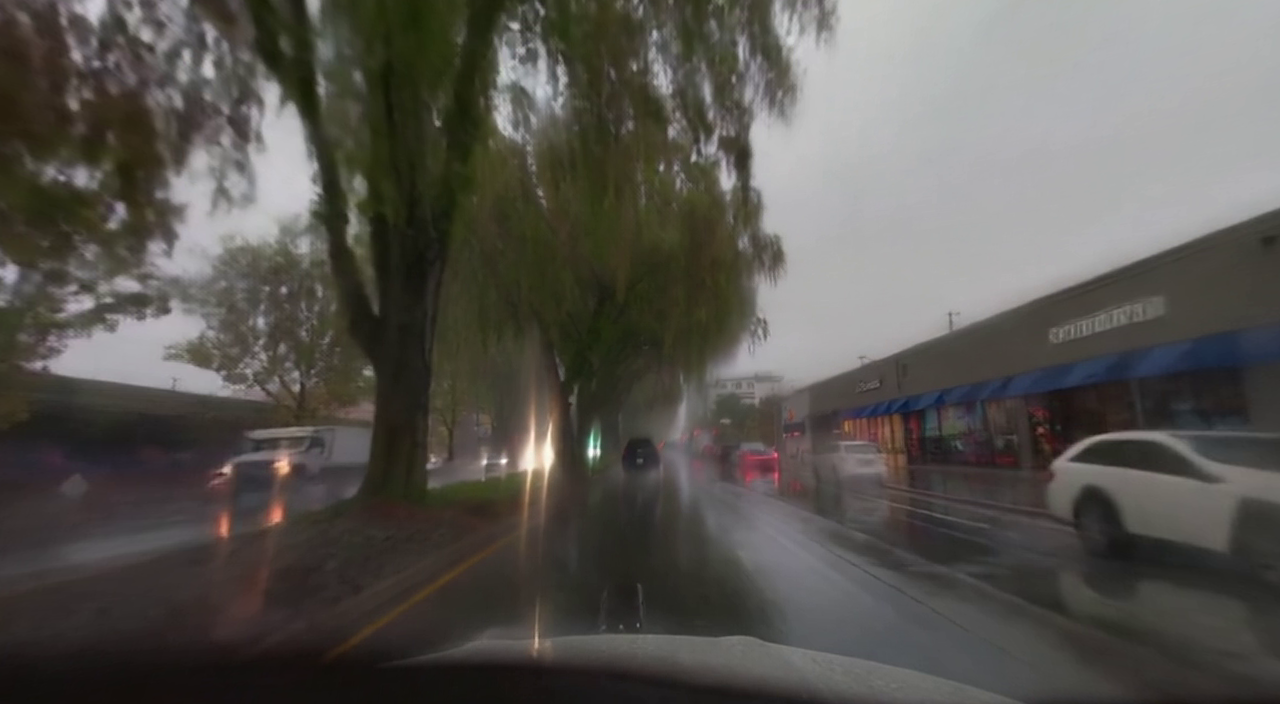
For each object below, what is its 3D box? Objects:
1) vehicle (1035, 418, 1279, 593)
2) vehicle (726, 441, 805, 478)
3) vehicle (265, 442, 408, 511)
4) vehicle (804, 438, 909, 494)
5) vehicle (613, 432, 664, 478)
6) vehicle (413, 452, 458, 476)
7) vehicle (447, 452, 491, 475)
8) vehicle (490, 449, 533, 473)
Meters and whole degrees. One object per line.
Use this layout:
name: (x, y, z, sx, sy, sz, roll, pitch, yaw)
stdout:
vehicle: (7.147, 1.743, 7.547, 2.030, 1.631, 4.783, 3, -8, 4)
vehicle: (6.255, 5.401, 32.099, 2.114, 1.697, 4.739, 2, -9, -13)
vehicle: (-8.338, 3.420, 17.901, 1.977, 1.669, 4.387, 0, -8, -2)
vehicle: (7.277, 3.852, 21.782, 2.004, 1.714, 4.356, 0, -8, -1)
vehicle: (-0.034, 5.033, 31.105, 2.293, 2.036, 4.853, 0, -8, 1)
vehicle: (-15.863, 8.687, 49.253, 1.950, 1.740, 4.433, -1, -8, 2)
vehicle: (-11.810, 7.728, 43.831, 1.808, 1.459, 4.129, 0, -8, 1)
vehicle: (-8.545, 7.306, 42.445, 1.982, 1.505, 4.065, 0, -8, 1)
